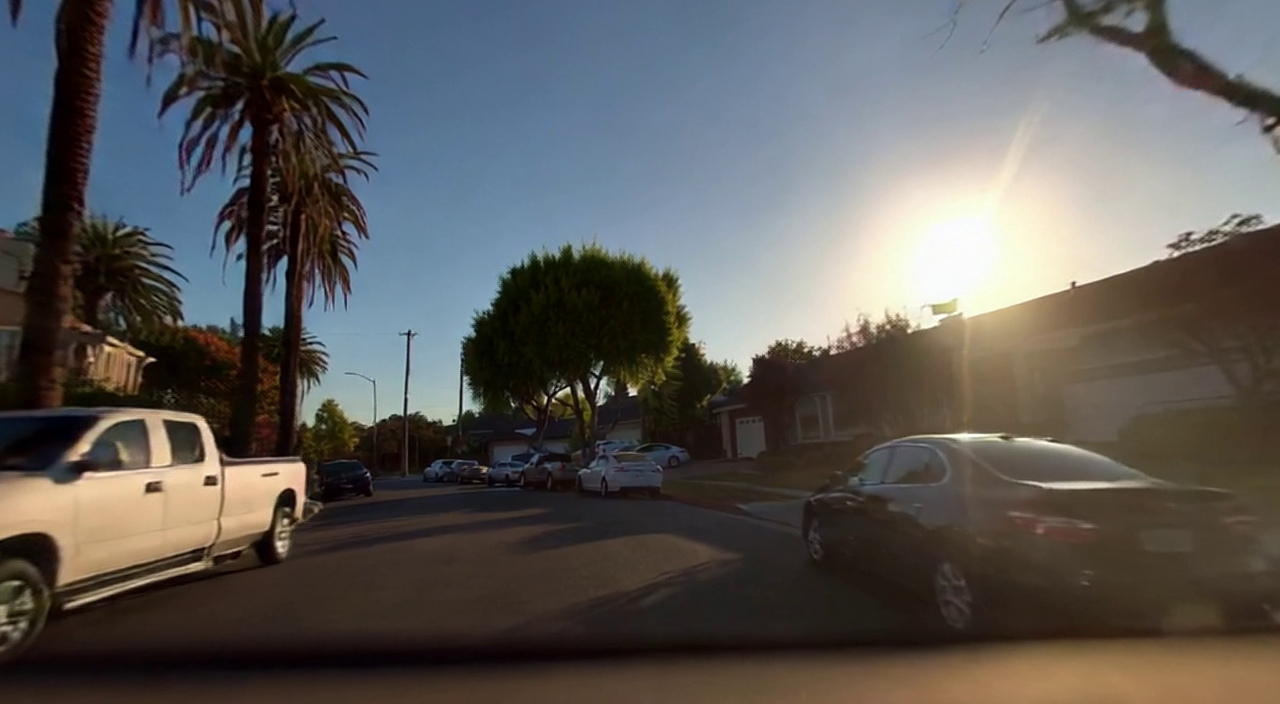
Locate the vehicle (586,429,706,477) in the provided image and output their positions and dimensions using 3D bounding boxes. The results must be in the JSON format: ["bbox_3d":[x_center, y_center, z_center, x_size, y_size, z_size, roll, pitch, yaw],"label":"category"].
[{"bbox_3d":[0.319,4.972,31.237,5.510,2.121,2.129,-1,-9,20],"label":"vehicle"}]

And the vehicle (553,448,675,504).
[{"bbox_3d":[-0.997,3.850,20.195,2.108,1.503,4.977,4,-9,-25],"label":"vehicle"}]

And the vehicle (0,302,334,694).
[{"bbox_3d":[-5.293,1.362,6.070,2.337,2.289,6.092,-7,-8,-9],"label":"vehicle"}]

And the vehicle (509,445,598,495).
[{"bbox_3d":[-3.528,4.590,24.988,1.918,1.753,4.655,5,-10,-29],"label":"vehicle"}]

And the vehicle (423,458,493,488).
[{"bbox_3d":[-10.479,6.883,36.031,2.006,1.484,4.768,7,-11,-40],"label":"vehicle"}]

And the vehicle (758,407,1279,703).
[{"bbox_3d":[2.635,1.382,5.410,1.927,1.522,4.728,1,-8,-5],"label":"vehicle"}]

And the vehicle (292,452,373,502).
[{"bbox_3d":[-13.327,5.344,27.115,2.026,1.816,4.532,2,-9,-41],"label":"vehicle"}]
